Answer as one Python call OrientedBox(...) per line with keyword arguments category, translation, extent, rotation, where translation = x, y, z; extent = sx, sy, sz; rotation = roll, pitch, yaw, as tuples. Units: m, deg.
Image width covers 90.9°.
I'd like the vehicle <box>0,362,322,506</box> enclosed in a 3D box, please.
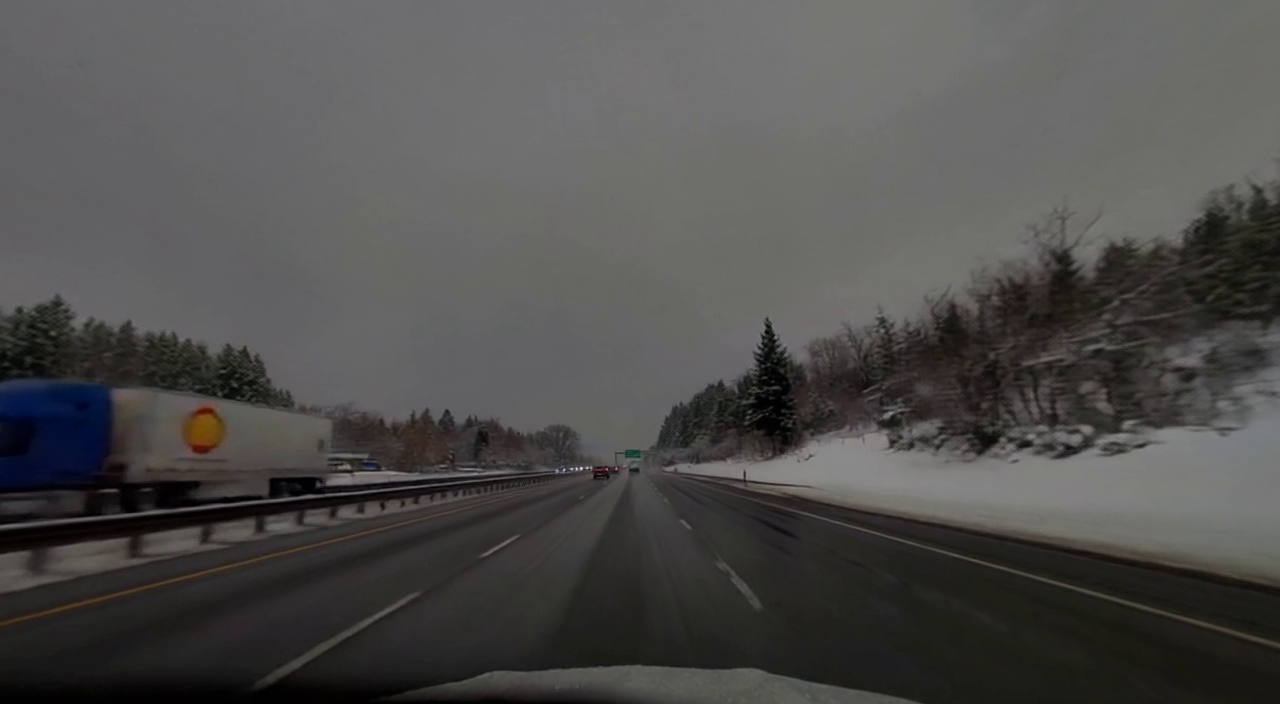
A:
OrientedBox(category="vehicle", translation=(-17.716, 3.555, 24.352), extent=(2.999, 3.697, 16.196), rotation=(2, -11, -2))
